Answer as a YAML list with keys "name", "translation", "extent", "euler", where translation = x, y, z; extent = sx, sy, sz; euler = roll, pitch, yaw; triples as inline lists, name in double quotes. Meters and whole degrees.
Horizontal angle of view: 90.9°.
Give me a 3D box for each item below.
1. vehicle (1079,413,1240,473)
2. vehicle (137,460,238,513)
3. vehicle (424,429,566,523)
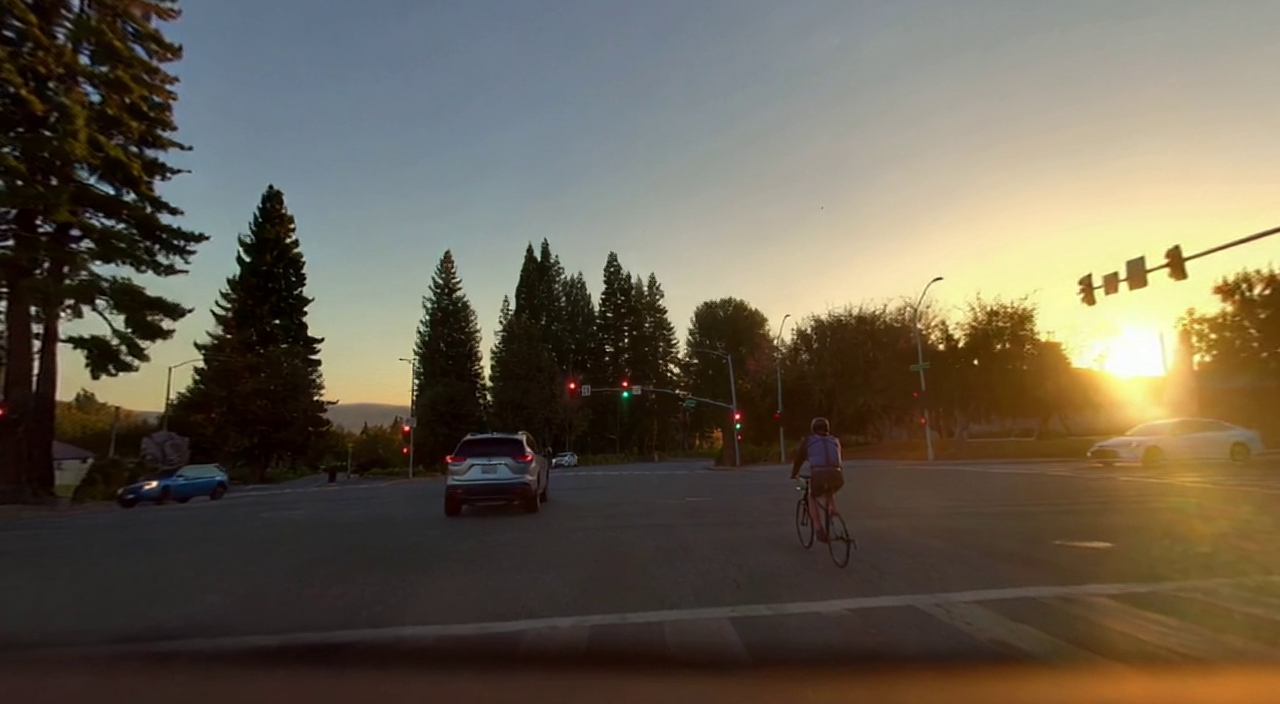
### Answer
- name: "vehicle"
  translation: [18.928, 3.327, 23.085]
  extent: [4.237, 1.948, 1.997]
  euler: [-1, -9, -8]
- name: "vehicle"
  translation: [-15.032, 4.411, 21.215]
  extent: [2.171, 1.474, 4.513]
  euler: [5, -10, -29]
- name: "vehicle"
  translation: [-3.001, 2.689, 14.254]
  extent: [2.049, 1.756, 4.602]
  euler: [0, -9, 1]
